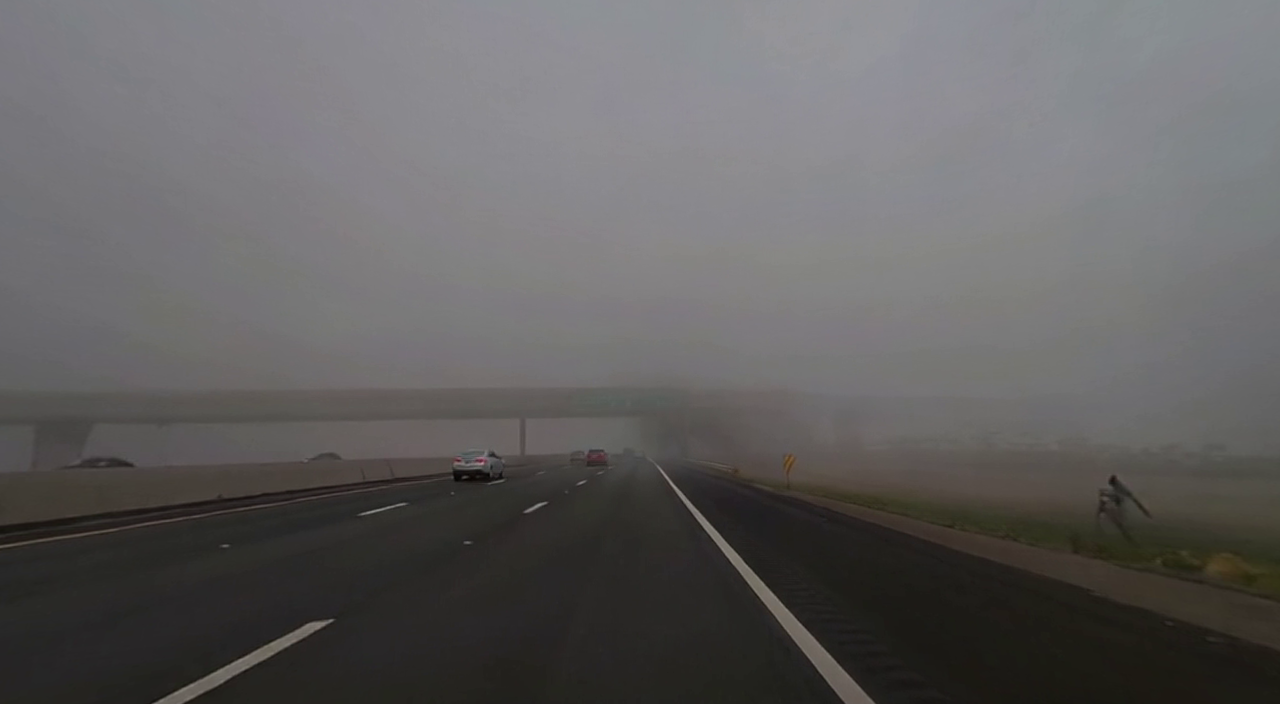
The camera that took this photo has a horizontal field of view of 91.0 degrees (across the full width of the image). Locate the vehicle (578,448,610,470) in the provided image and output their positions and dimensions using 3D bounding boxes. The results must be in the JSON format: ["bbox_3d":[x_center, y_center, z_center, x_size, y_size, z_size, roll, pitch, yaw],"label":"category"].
[{"bbox_3d":[-3.552,8.315,49.050,2.102,1.571,4.666,0,-9,0],"label":"vehicle"}]

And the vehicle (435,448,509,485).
[{"bbox_3d":[-7.475,5.138,28.551,2.002,1.507,4.631,0,-9,1],"label":"vehicle"}]
